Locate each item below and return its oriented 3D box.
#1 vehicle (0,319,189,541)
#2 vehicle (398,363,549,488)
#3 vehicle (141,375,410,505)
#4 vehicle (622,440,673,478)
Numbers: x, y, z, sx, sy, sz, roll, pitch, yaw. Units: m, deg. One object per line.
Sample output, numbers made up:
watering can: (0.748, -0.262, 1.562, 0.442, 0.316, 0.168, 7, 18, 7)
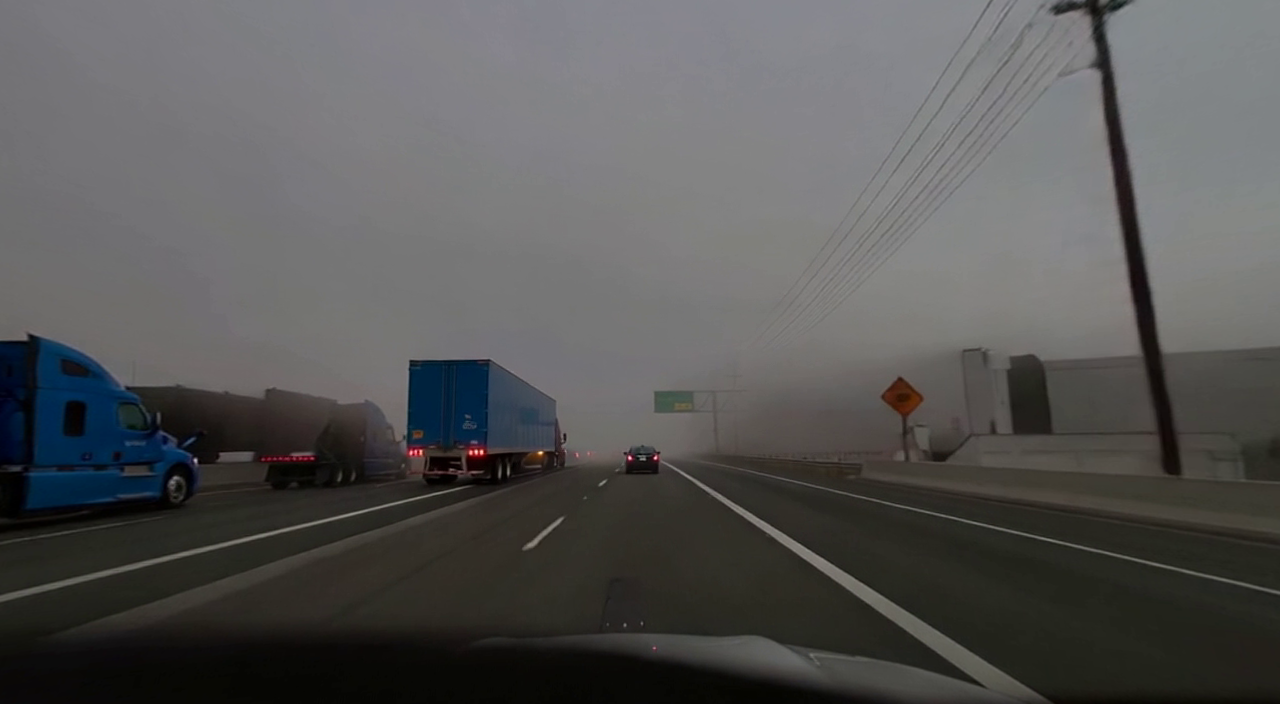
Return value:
vehicle: (-10.594, 1.137, 9.165, 2.722, 3.172, 7.167, 0, -8, -1)
vehicle: (-6.541, 3.515, 28.367, 2.907, 4.081, 15.311, 0, -8, -1)
vehicle: (-10.571, 2.831, 20.112, 2.896, 3.140, 9.491, 0, -8, 0)
vehicle: (0.268, 4.676, 27.748, 2.055, 1.514, 4.323, 0, -8, -1)
